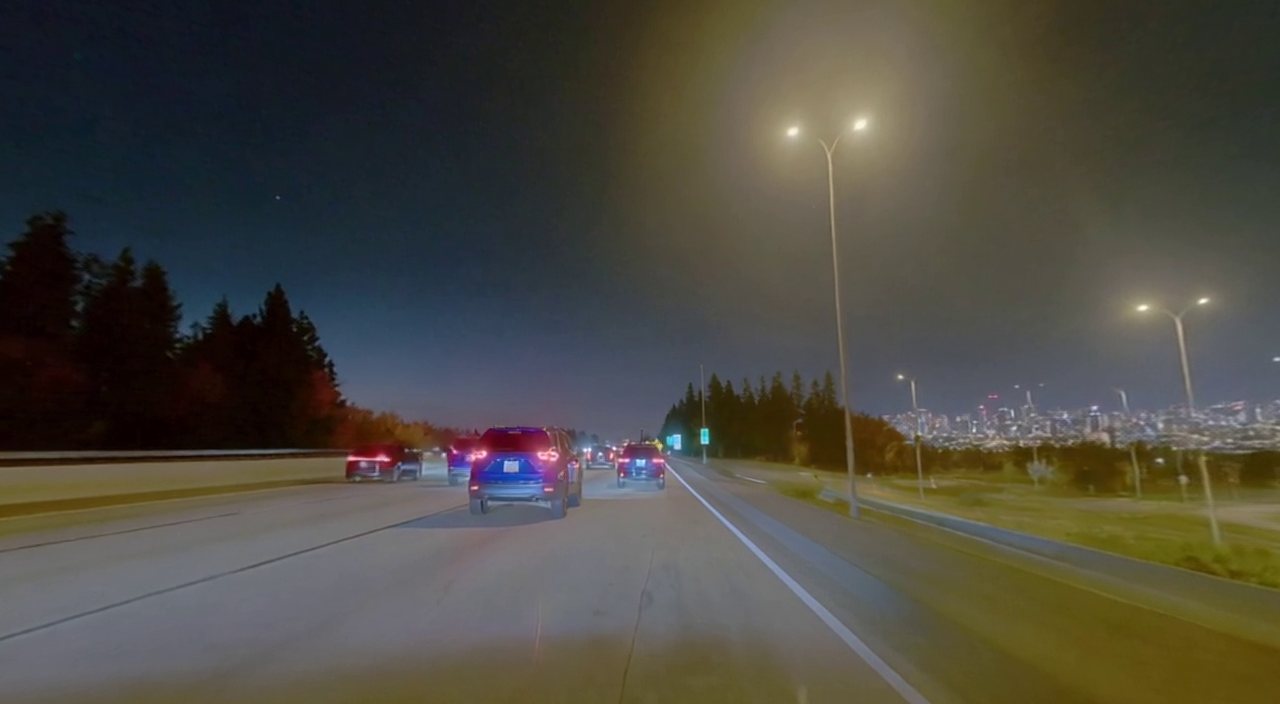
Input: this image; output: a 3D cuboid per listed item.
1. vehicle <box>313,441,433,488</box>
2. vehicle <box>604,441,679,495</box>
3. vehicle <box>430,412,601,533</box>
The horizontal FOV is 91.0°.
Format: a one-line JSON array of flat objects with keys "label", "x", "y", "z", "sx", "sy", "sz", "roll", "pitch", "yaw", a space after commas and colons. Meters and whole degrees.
[{"label": "vehicle", "x": -9.316, "y": 3.946, "z": 22.487, "sx": 2.126, "sy": 1.480, "sz": 4.589, "roll": 0, "pitch": -9, "yaw": 3}, {"label": "vehicle", "x": 0.089, "y": 3.524, "z": 19.535, "sx": 2.068, "sy": 1.488, "sz": 4.045, "roll": 0, "pitch": -9, "yaw": 1}, {"label": "vehicle", "x": -1.997, "y": 2.114, "z": 11.546, "sx": 2.123, "sy": 1.798, "sz": 4.108, "roll": 0, "pitch": -9, "yaw": 2}]
